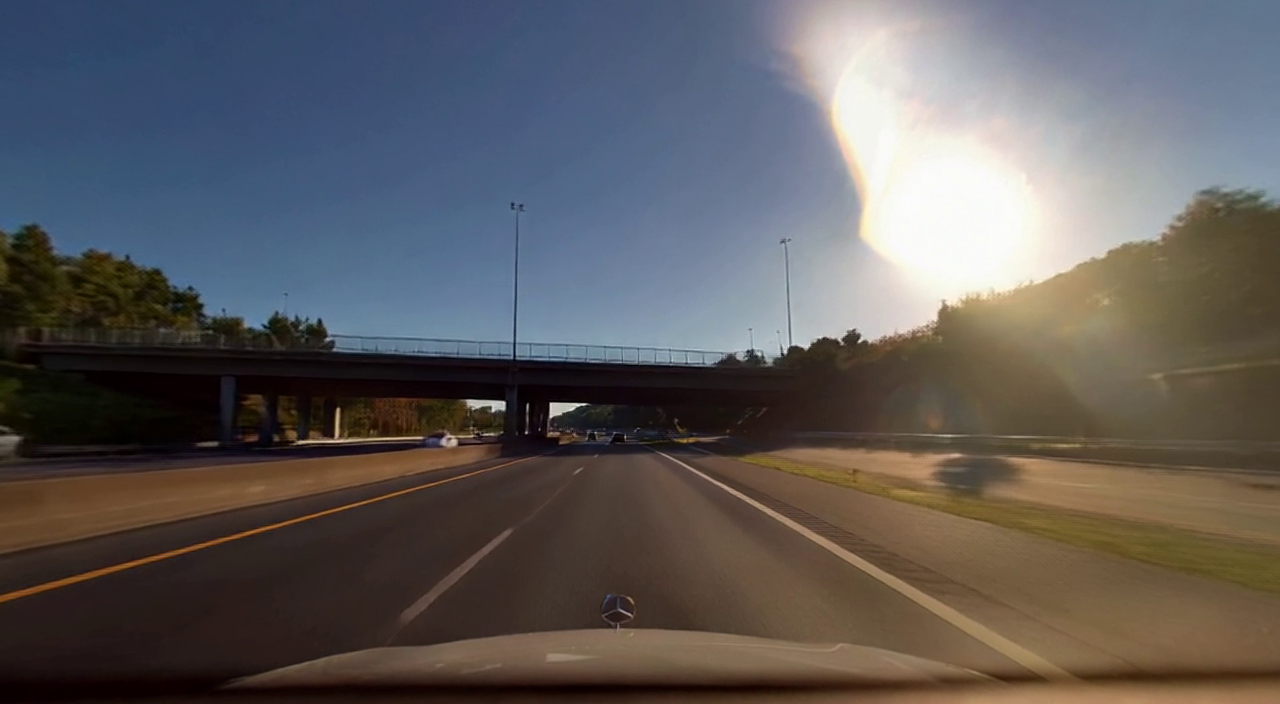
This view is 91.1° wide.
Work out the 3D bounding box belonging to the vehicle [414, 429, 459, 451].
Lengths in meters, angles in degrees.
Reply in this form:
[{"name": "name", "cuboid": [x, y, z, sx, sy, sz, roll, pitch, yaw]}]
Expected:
[{"name": "vehicle", "cuboid": [-13.303, 5.762, 41.273, 1.758, 1.408, 3.818, 0, -8, -1]}]
